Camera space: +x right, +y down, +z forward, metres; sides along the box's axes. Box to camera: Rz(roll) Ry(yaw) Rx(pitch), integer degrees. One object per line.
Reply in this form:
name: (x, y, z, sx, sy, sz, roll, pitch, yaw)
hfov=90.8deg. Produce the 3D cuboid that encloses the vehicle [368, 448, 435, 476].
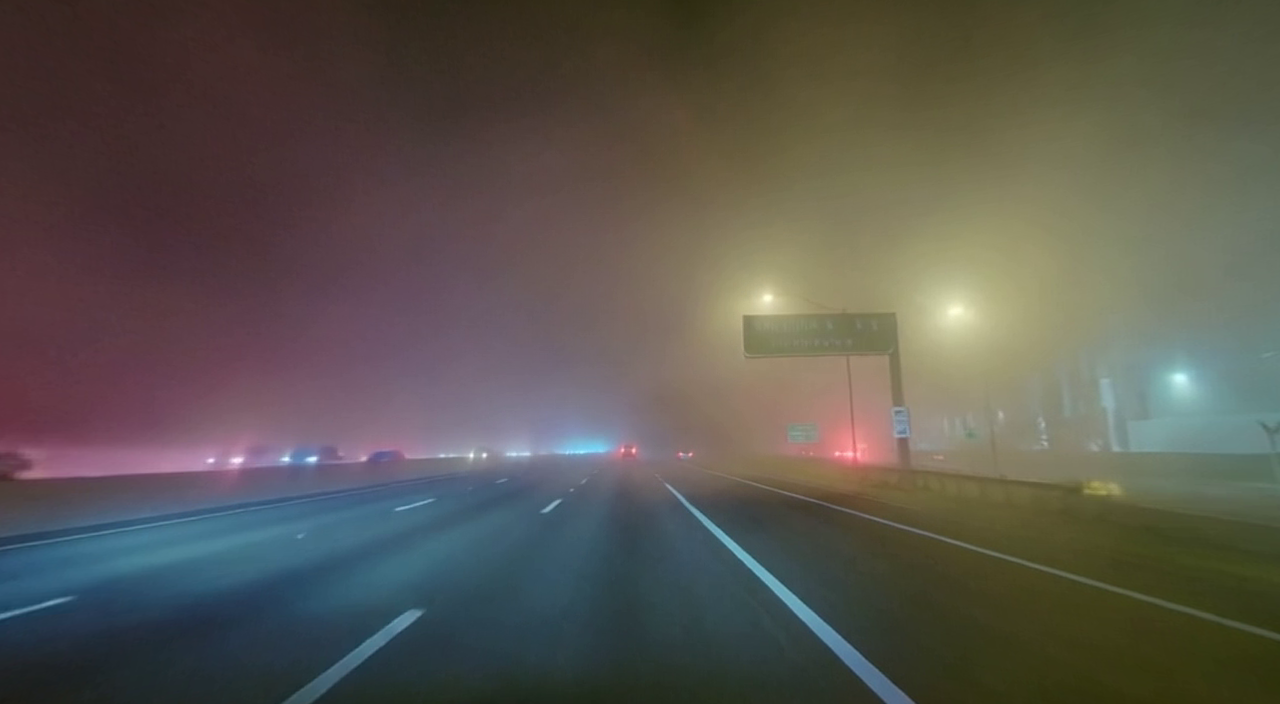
vehicle: (-13.134, 6.075, 35.103, 1.969, 1.441, 4.622, 0, -9, 0)

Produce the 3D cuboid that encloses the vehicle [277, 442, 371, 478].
vehicle: (-16.159, 5.538, 32.728, 2.165, 1.675, 5.361, 0, -9, -1)

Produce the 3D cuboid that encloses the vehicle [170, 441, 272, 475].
vehicle: (-26.153, 6.610, 39.779, 2.471, 1.970, 5.968, 0, -9, -2)
